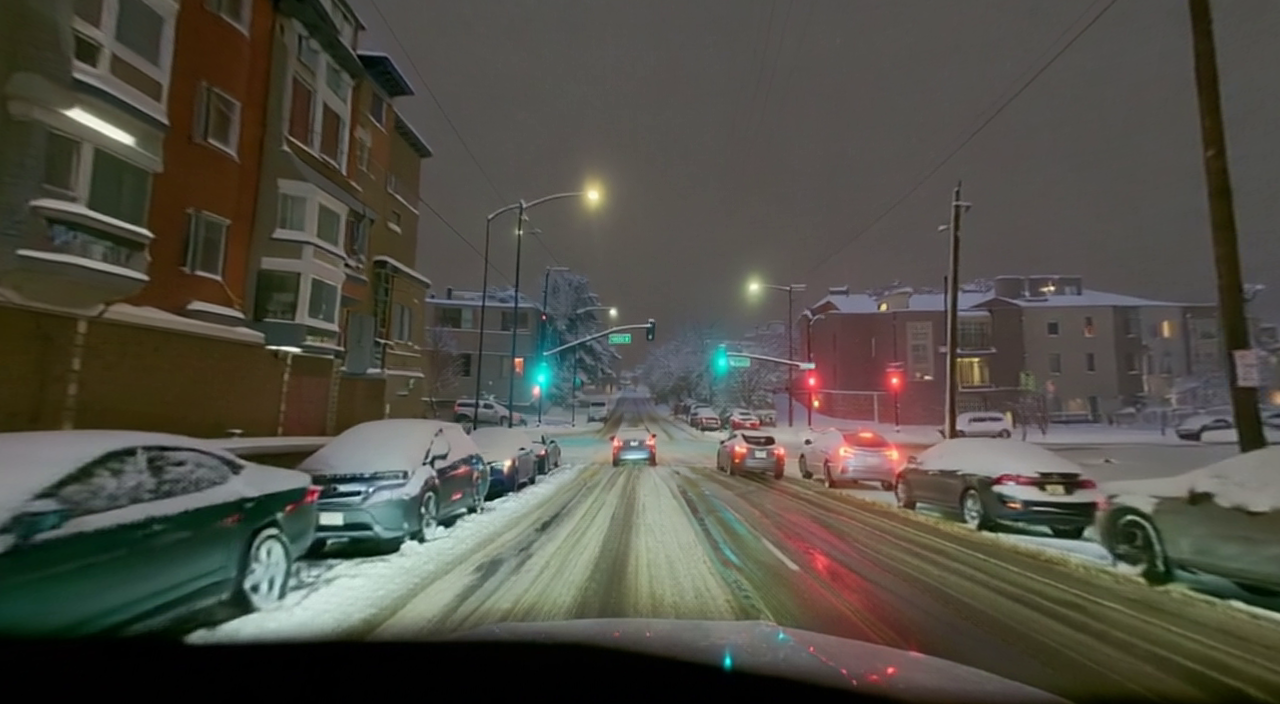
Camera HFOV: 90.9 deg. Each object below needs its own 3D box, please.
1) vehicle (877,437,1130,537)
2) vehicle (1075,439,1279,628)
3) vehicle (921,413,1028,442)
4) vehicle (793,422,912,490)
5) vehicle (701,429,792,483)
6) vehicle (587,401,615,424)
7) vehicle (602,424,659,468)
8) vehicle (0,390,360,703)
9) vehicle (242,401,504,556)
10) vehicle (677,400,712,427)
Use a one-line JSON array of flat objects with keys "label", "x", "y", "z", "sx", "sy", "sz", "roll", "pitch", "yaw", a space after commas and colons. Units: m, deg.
[{"label": "vehicle", "x": 6.155, "y": 2.289, "z": 11.460, "sx": 1.962, "sy": 1.438, "sz": 4.440, "roll": 0, "pitch": -8, "yaw": 0}, {"label": "vehicle", "x": 6.056, "y": 1.454, "z": 5.124, "sx": 1.938, "sy": 1.487, "sz": 4.371, "roll": 0, "pitch": -8, "yaw": 1}, {"label": "vehicle", "x": 18.396, "y": 4.201, "z": 34.818, "sx": 4.738, "sy": 1.537, "sz": 1.960, "roll": -1, "pitch": -8, "yaw": 2}, {"label": "vehicle", "x": 6.132, "y": 3.044, "z": 18.823, "sx": 1.999, "sy": 1.752, "sz": 4.502, "roll": 0, "pitch": -8, "yaw": 1}, {"label": "vehicle", "x": 3.152, "y": 3.178, "z": 19.633, "sx": 2.055, "sy": 1.450, "sz": 4.676, "roll": 0, "pitch": -8, "yaw": 0}, {"label": "vehicle", "x": -2.882, "y": 4.581, "z": 47.310, "sx": 1.878, "sy": 1.521, "sz": 3.697, "roll": 0, "pitch": -8, "yaw": -1}, {"label": "vehicle", "x": -0.292, "y": 3.456, "z": 23.312, "sx": 1.923, "sy": 1.460, "sz": 3.923, "roll": 0, "pitch": -8, "yaw": 1}, {"label": "vehicle", "x": -3.525, "y": 1.037, "z": 3.471, "sx": 1.869, "sy": 1.491, "sz": 4.458, "roll": 0, "pitch": -8, "yaw": 1}, {"label": "vehicle", "x": -3.449, "y": 1.713, "z": 9.261, "sx": 1.922, "sy": 1.704, "sz": 4.398, "roll": 0, "pitch": -8, "yaw": 0}, {"label": "vehicle", "x": 3.751, "y": 4.340, "z": 44.137, "sx": 2.093, "sy": 1.655, "sz": 4.327, "roll": 0, "pitch": -8, "yaw": 1}]
